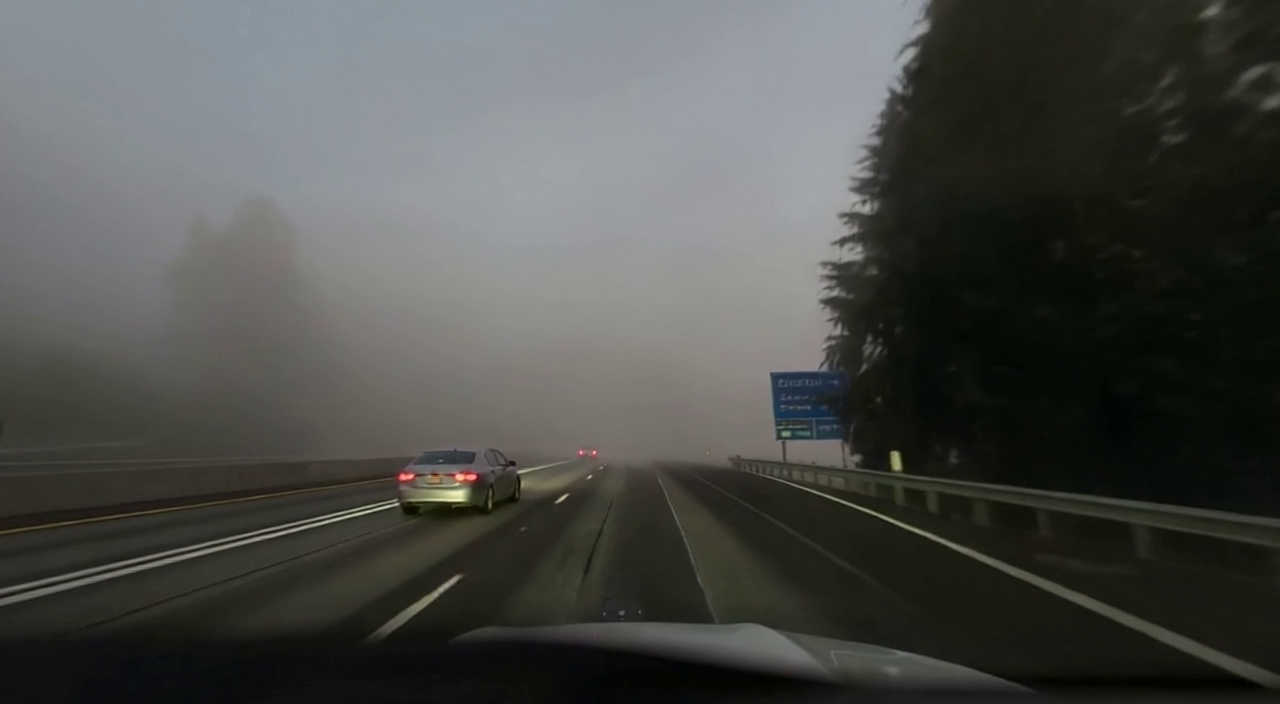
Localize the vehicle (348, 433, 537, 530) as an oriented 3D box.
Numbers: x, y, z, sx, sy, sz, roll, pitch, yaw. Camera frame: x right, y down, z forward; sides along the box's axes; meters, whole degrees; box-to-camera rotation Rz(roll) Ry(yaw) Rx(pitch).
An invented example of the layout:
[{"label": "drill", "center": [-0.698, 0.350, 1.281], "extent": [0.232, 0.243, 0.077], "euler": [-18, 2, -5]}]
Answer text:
[{"label": "vehicle", "center": [-3.652, 2.514, 12.892], "extent": [2.184, 1.574, 5.004], "euler": [0, -9, 1]}]
